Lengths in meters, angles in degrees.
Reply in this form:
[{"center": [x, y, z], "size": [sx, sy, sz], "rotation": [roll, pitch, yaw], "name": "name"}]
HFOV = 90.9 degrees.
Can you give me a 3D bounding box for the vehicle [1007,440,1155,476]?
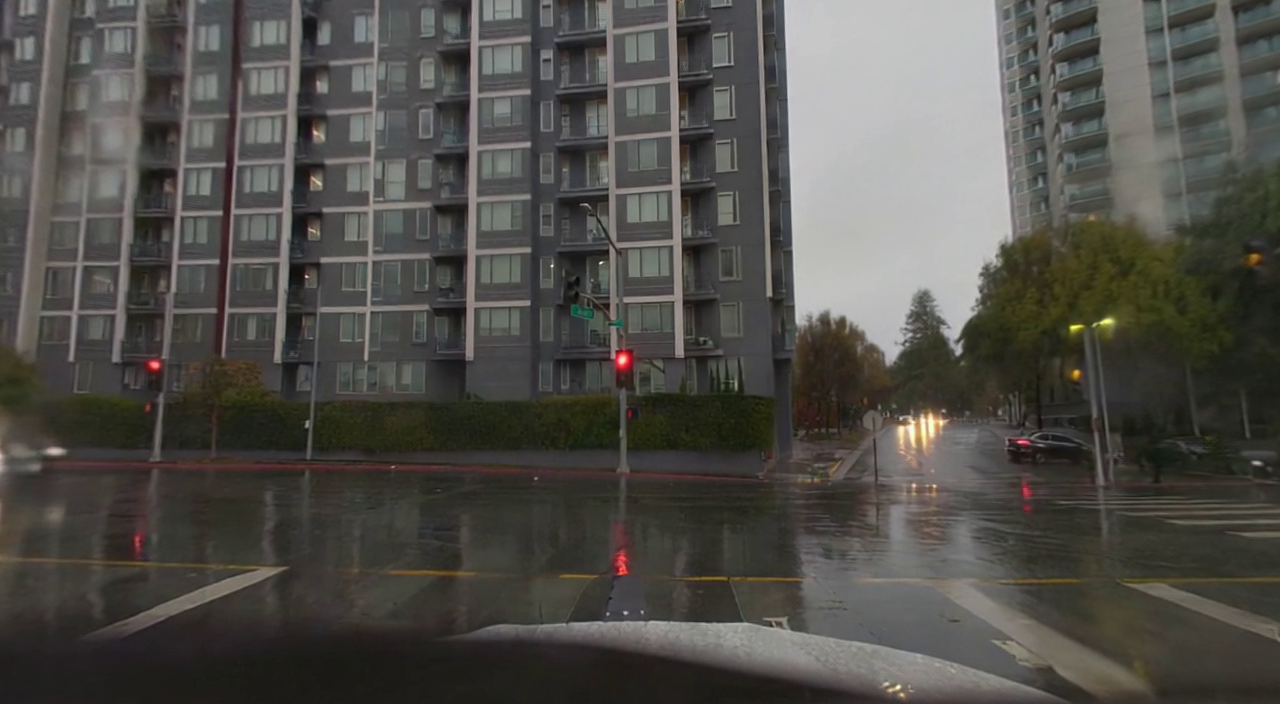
[{"center": [18.551, 4.465, 26.697], "size": [4.823, 1.458, 1.914], "rotation": [0, -9, -1], "name": "vehicle"}]
